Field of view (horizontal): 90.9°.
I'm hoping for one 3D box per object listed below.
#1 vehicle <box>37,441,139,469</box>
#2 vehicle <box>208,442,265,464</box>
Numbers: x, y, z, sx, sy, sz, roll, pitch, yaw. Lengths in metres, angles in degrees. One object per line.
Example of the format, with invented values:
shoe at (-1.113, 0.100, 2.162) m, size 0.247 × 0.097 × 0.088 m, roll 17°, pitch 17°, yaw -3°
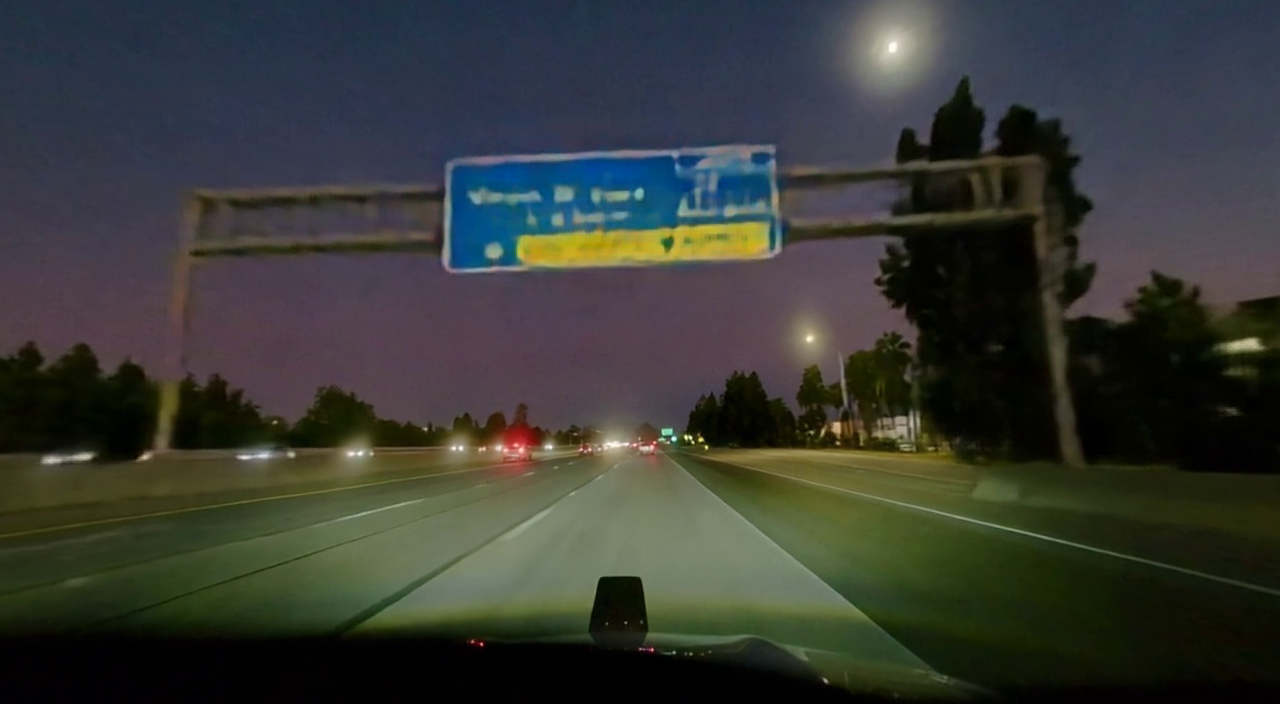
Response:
vehicle at (-35.699, 6.641, 40.975) m, size 2.116 × 1.672 × 4.940 m, roll 0°, pitch -8°, yaw 0°
vehicle at (-28.235, 7.061, 44.213) m, size 1.602 × 1.425 × 3.538 m, roll 0°, pitch -8°, yaw -1°
